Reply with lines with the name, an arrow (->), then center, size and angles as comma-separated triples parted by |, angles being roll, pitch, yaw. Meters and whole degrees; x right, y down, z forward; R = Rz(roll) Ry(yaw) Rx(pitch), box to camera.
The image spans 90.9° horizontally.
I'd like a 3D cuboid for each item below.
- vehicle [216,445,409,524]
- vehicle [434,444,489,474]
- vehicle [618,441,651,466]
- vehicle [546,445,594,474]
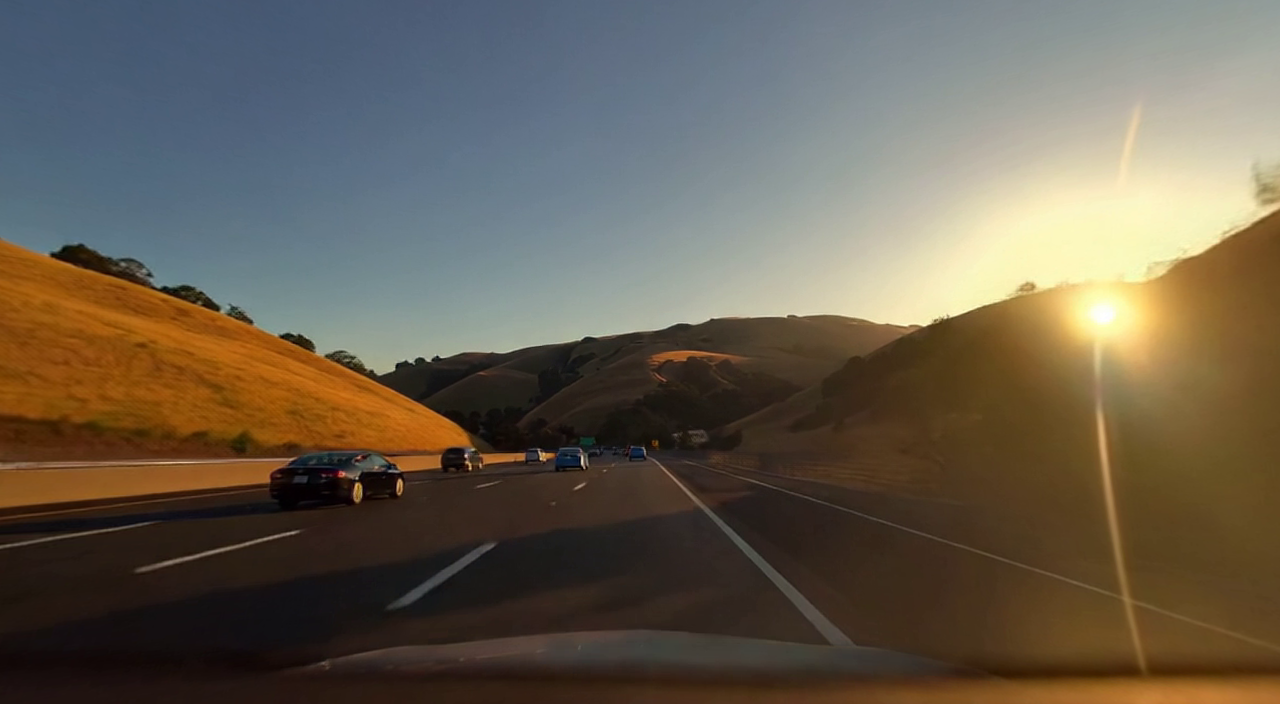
vehicle -> -6.955, 2.813, 14.040 | 1.991, 1.441, 4.265 | 0, -8, 0
vehicle -> -11.124, 6.662, 39.625 | 2.025, 1.750, 4.505 | 0, -8, 1
vehicle -> -0.378, 7.148, 44.537 | 2.225, 1.674, 4.044 | 0, -8, -1
vehicle -> -3.860, 5.987, 35.413 | 2.144, 1.505, 4.649 | 0, -8, 0
